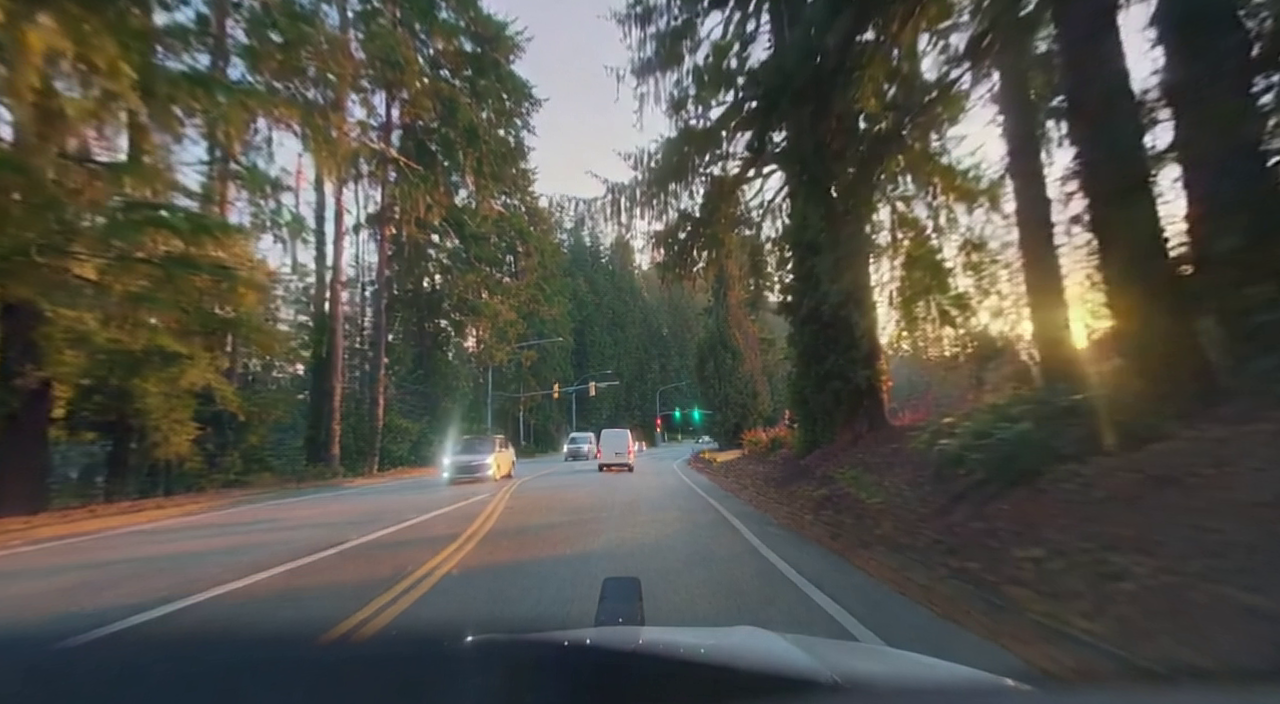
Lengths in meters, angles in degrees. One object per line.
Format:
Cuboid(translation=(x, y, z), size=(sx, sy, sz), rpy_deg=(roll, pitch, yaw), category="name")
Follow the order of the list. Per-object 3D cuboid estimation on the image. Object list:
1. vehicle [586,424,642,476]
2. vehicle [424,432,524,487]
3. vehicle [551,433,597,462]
Cuboid(translation=(-1.149, 4.564, 29.491), size=(2.362, 2.185, 5.212), rpy_deg=(0, -8, -1), category="vehicle")
Cuboid(translation=(-5.410, 3.566, 21.182), size=(2.051, 1.648, 4.451), rpy_deg=(0, -8, 2), category="vehicle")
Cuboid(translation=(-4.878, 7.192, 47.491), size=(2.295, 1.981, 5.836), rpy_deg=(-1, -8, 6), category="vehicle")
